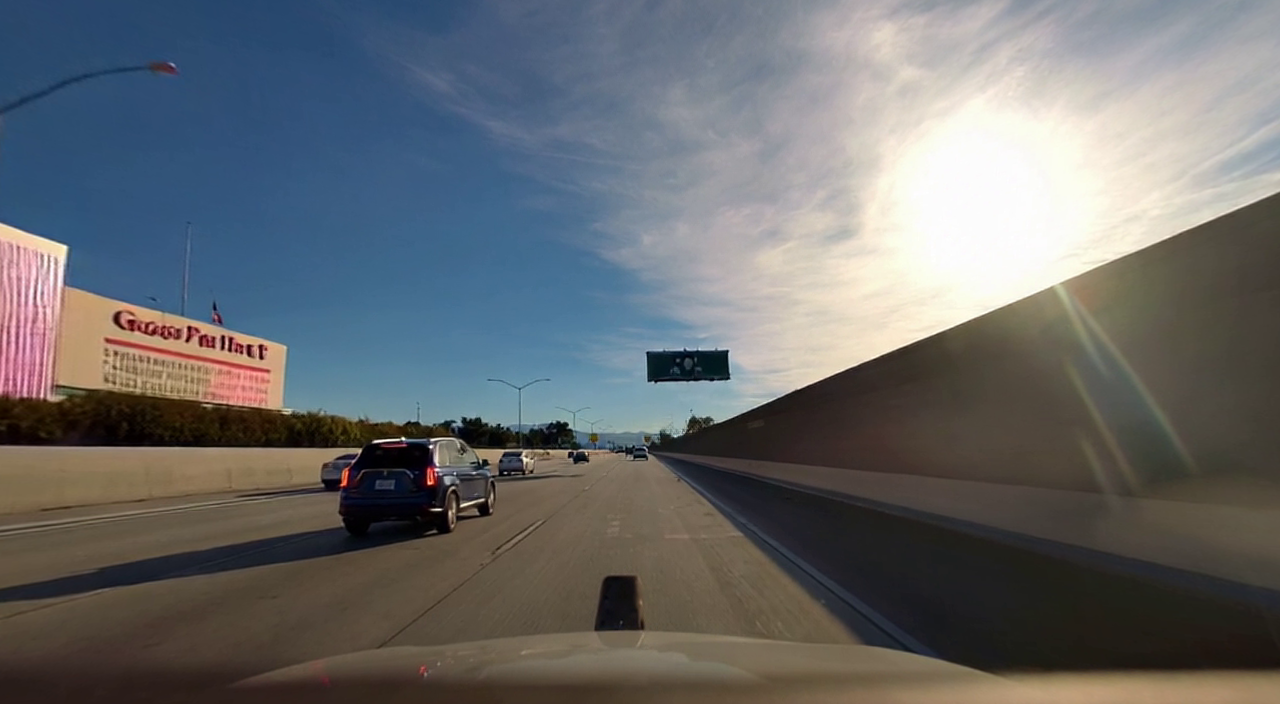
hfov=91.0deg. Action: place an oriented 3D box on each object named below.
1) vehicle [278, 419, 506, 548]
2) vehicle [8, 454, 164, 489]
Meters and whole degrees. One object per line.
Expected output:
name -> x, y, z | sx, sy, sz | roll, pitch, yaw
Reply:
vehicle -> -3.872, 2.137, 10.898 | 2.059, 1.725, 4.521 | 0, -9, 0
vehicle -> -32.476, 6.988, 37.428 | 2.549, 1.758, 7.381 | 0, -9, 0
